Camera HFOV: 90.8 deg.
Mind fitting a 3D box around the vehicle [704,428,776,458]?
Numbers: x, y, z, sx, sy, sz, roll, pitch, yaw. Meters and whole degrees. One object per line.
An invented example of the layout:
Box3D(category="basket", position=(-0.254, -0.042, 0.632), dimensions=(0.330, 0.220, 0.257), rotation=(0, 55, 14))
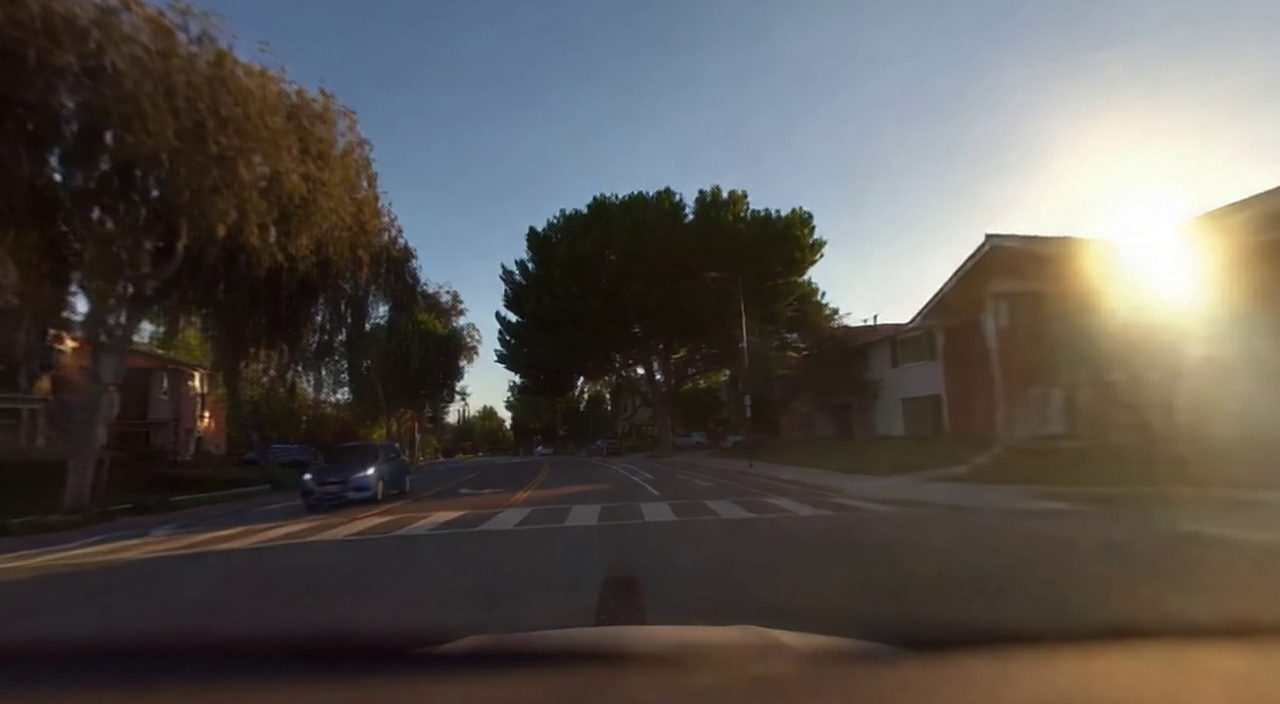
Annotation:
Box3D(category="vehicle", position=(7.433, 6.786, 47.064), dimensions=(4.697, 1.861, 2.126), rotation=(1, -12, -19))

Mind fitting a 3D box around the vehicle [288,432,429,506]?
Box3D(category="vehicle", position=(-7.888, 3.284, 18.348), dimensions=(2.247, 1.801, 4.672), rotation=(0, -8, -5))
